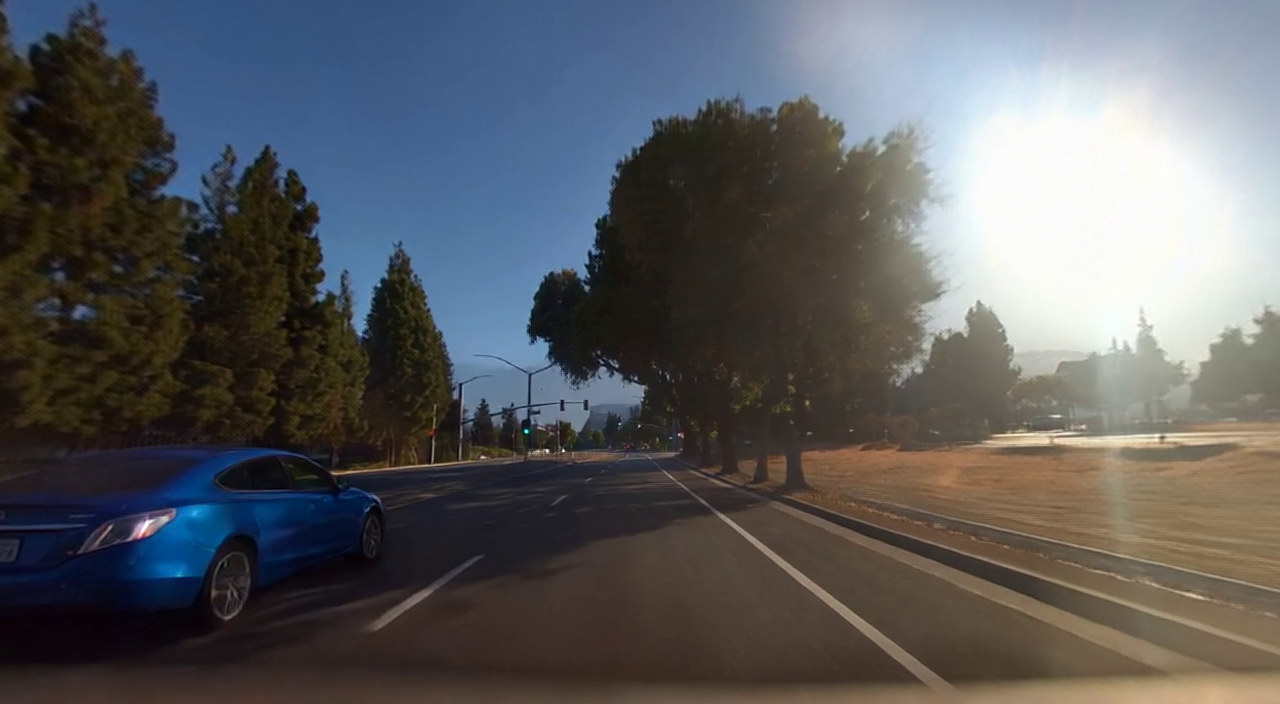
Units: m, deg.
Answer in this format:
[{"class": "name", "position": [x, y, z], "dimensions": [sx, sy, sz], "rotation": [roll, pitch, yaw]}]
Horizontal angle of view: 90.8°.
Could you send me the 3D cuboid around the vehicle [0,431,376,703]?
[{"class": "vehicle", "position": [-4.058, 1.425, 5.211], "dimensions": [1.946, 1.437, 4.154], "rotation": [0, -8, 0]}]
